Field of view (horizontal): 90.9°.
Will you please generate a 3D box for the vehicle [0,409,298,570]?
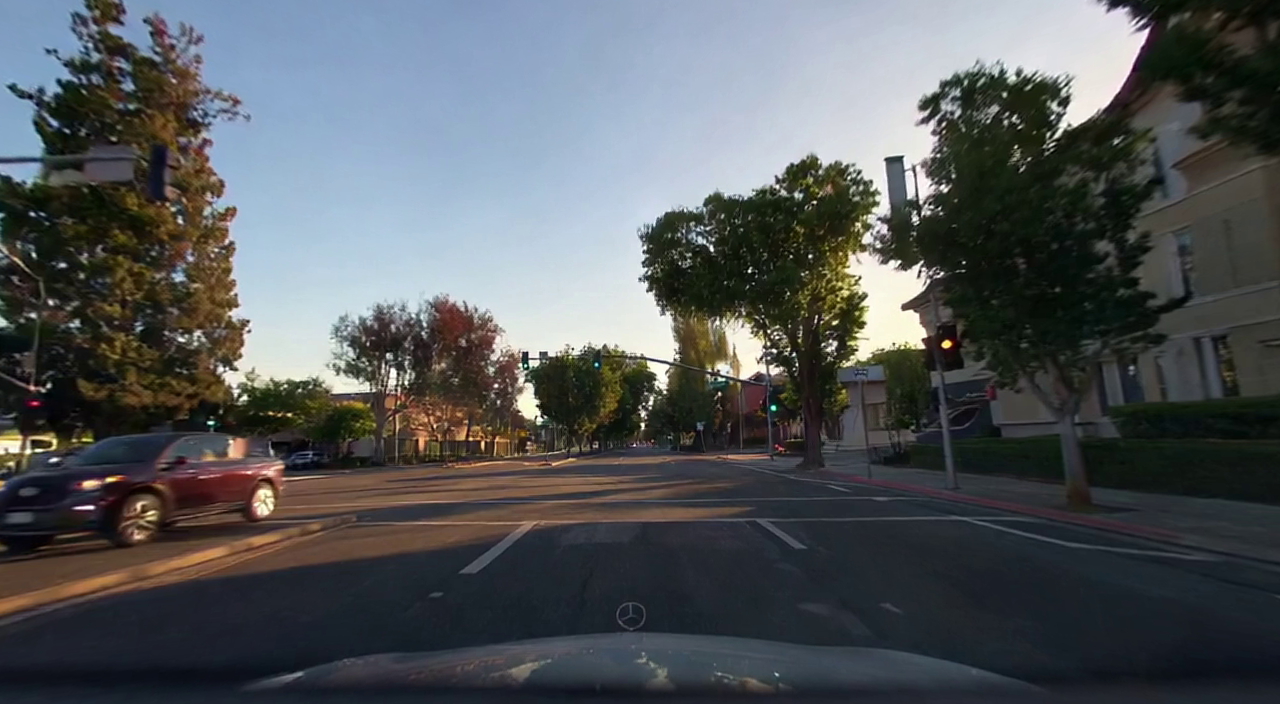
[{"bbox_3d":[-7.270,1.827,9.146,2.047,1.734,4.429,0,-8,1],"label":"vehicle"}]
